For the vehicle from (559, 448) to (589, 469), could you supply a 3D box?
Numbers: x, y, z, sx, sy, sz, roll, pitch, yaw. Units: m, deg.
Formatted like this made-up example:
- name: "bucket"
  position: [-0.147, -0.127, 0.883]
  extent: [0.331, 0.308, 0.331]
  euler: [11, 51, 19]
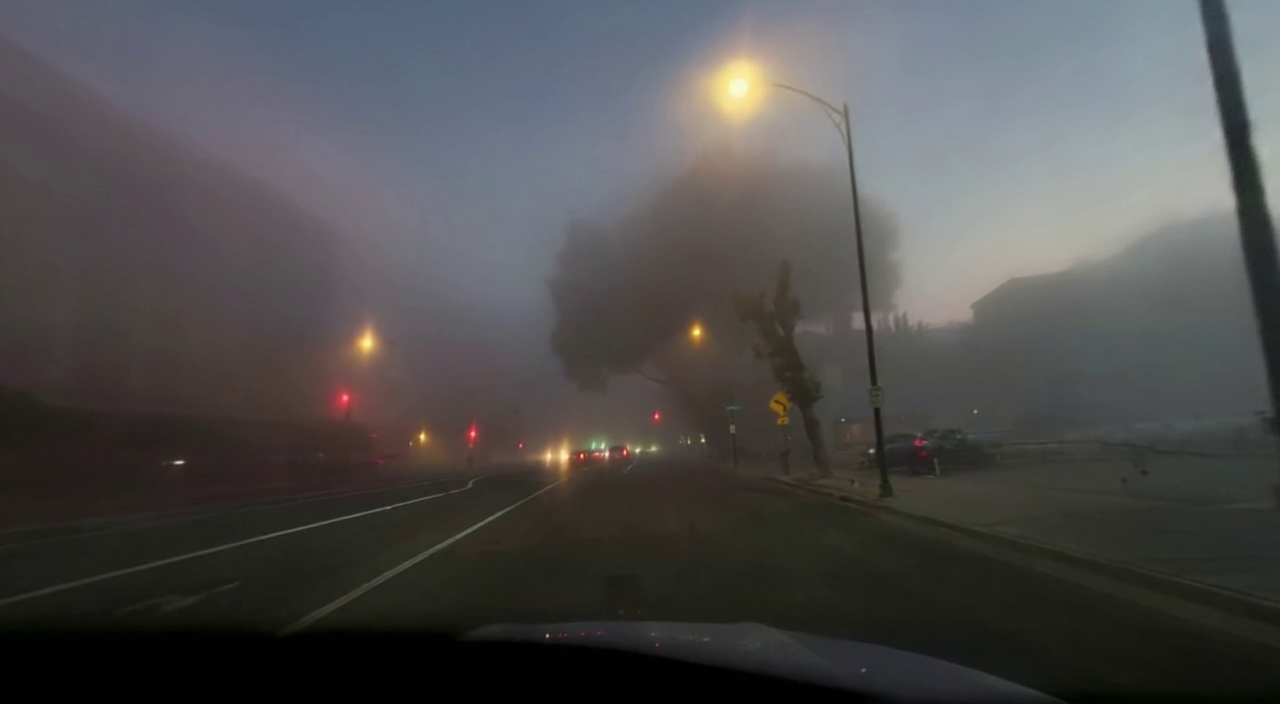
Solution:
- name: "vehicle"
  position: [-5.105, 8.243, 49.120]
  extent: [1.889, 1.572, 3.599]
  euler: [0, -8, 1]
